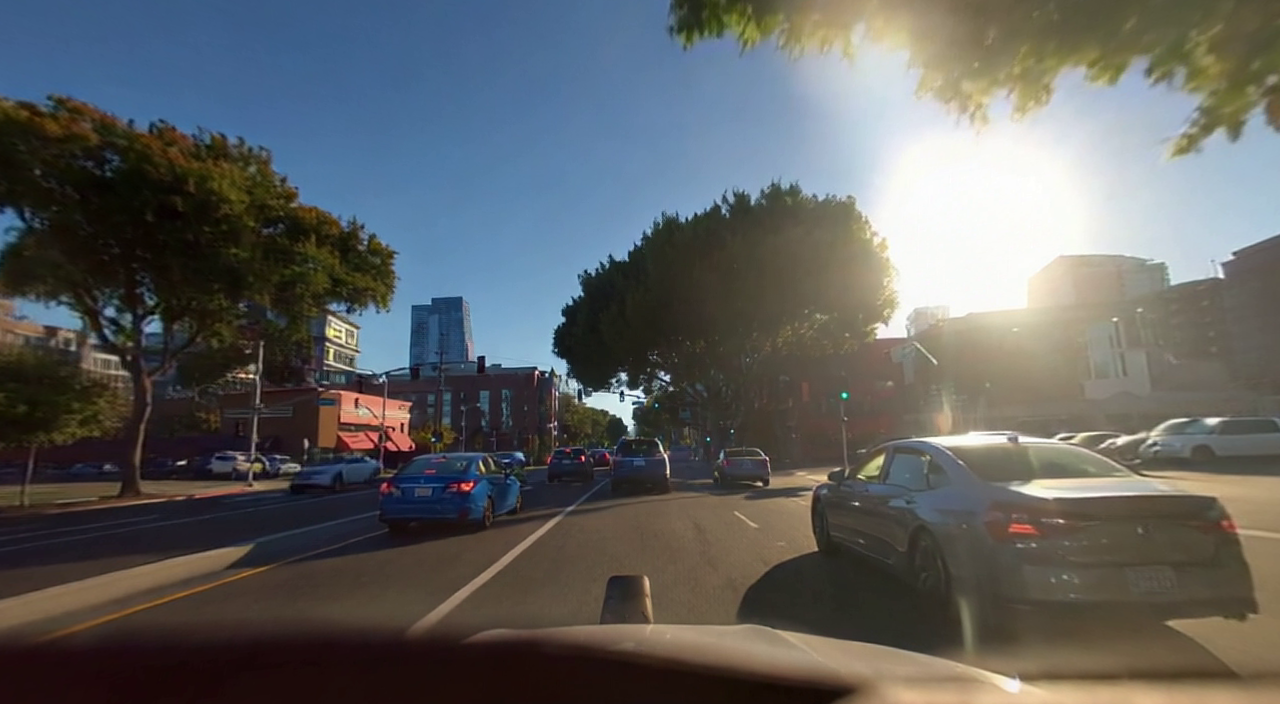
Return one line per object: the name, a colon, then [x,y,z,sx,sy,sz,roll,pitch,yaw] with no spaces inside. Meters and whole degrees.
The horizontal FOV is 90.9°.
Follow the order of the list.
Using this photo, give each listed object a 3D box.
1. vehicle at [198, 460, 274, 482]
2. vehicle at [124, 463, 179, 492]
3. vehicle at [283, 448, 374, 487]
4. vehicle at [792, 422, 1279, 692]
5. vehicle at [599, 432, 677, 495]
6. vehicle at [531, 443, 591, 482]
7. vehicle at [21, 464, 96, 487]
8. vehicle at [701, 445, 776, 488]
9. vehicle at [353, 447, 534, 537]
vehicle: [-29.663,8.719,46.323,4.488,1.445,2.098,-2,-9,13]
vehicle: [-28.974,7.392,37.316,1.921,1.452,4.549,8,-12,-44]
vehicle: [-15.992,5.919,32.688,2.205,1.795,4.757,0,-8,1]
vehicle: [2.988,1.467,5.805,2.052,1.475,4.540,0,-8,0]
vehicle: [-0.061,3.716,21.478,2.361,1.898,4.465,0,-8,0]
vehicle: [-3.463,4.938,28.502,2.130,1.645,3.995,0,-8,1]
vehicle: [-42.432,8.956,45.979,4.552,1.492,1.882,-3,-9,17]
vehicle: [3.590,4.260,23.828,2.058,1.472,4.317,0,-8,-1]
vehicle: [-3.434,2.504,11.926,2.115,1.369,3.908,0,-8,1]
